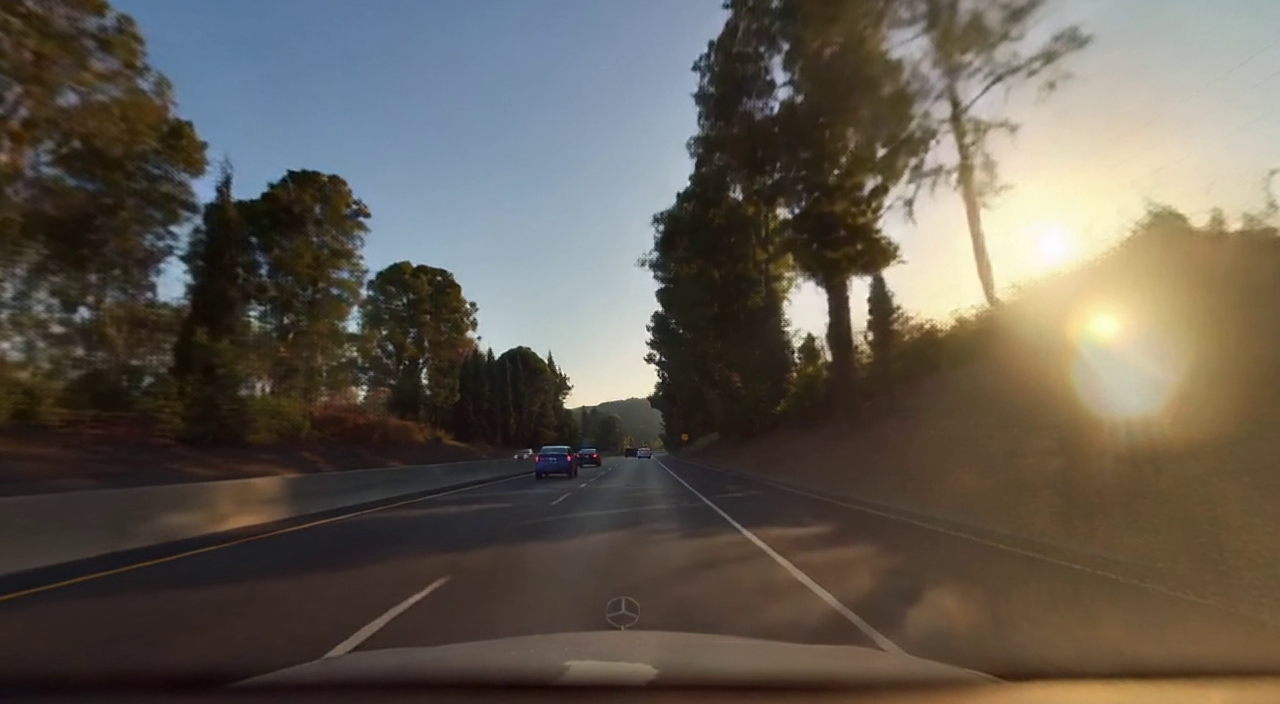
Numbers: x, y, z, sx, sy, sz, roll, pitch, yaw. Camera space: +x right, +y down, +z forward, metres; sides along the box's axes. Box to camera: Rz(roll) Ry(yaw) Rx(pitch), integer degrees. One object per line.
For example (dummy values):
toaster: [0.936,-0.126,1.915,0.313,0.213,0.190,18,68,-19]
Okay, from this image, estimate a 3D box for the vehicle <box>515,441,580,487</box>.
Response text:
vehicle: [-3.450,4.294,24.367,1.846,1.600,4.108,0,-9,1]
